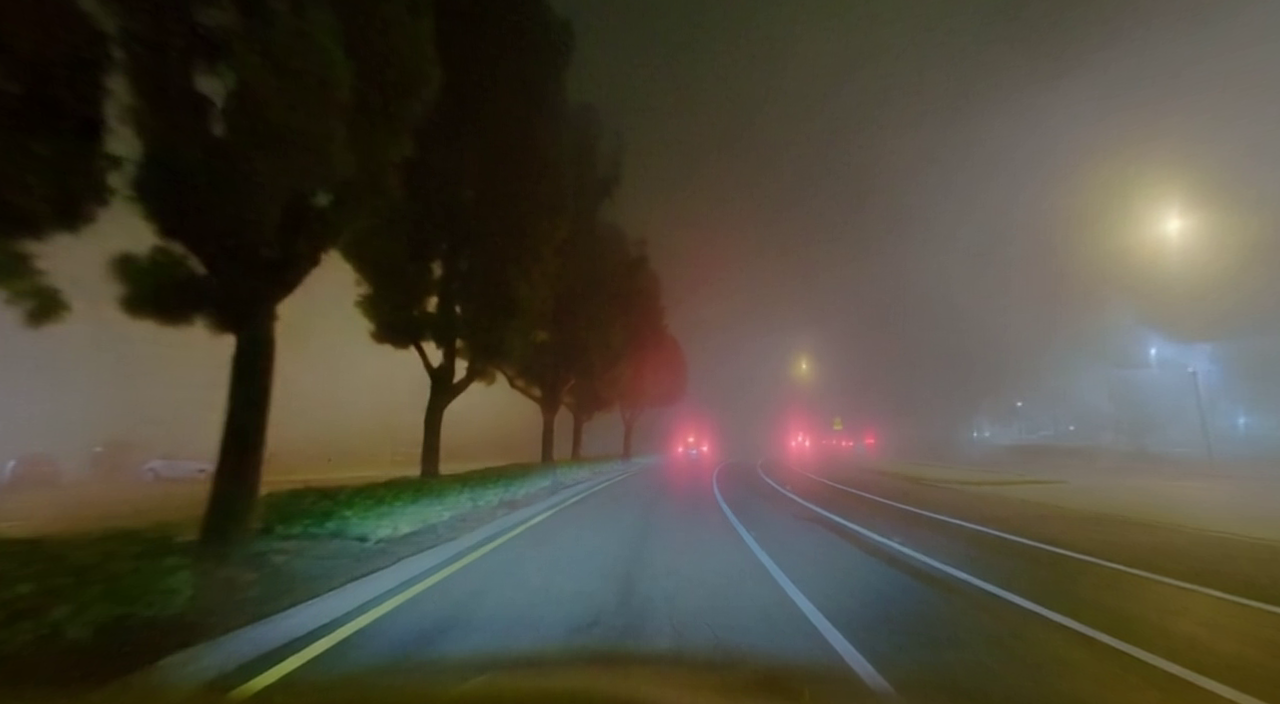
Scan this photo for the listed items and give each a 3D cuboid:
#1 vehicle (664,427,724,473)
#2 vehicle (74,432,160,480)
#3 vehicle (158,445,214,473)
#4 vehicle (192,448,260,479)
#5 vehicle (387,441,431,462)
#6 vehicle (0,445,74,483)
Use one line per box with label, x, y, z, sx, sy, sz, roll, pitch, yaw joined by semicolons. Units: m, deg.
vehicle;2.647;4.572;29.298;2.371;1.926;5.615;-1;-9;9
vehicle;-30.361;5.950;36.673;2.346;2.341;5.455;1;-6;-23
vehicle;-27.708;6.532;38.458;1.916;1.563;3.941;4;-10;-24
vehicle;-22.815;6.112;34.780;2.058;1.580;4.134;3;-9;-18
vehicle;-17.325;7.506;47.208;1.829;1.501;4.149;0;-9;-2
vehicle;-32.596;5.935;33.602;2.123;1.834;4.749;5;-10;-28
